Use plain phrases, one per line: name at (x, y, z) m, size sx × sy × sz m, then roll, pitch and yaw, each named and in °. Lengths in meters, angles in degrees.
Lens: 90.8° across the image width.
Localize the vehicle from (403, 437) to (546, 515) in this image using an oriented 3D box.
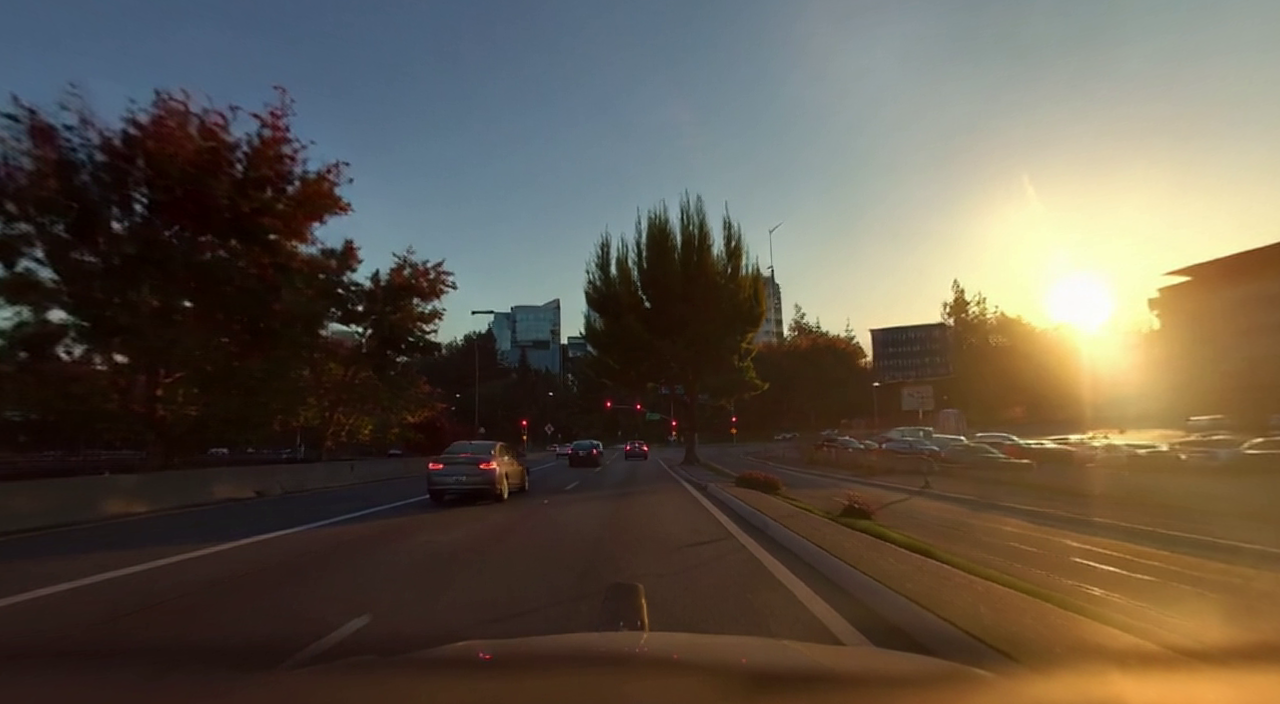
vehicle at (-3.501, 2.705, 14.368) m, size 1.920 × 1.480 × 4.549 m, roll 0°, pitch -8°, yaw 2°

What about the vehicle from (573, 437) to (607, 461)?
vehicle at (-3.778, 7.440, 48.441) m, size 2.144 × 1.732 × 4.279 m, roll -1°, pitch -8°, yaw 2°

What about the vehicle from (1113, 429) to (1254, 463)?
vehicle at (25.161, 4.398, 29.472) m, size 4.528 × 1.450 × 1.889 m, roll -4°, pitch -9°, yaw 26°

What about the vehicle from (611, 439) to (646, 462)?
vehicle at (-0.716, 6.687, 42.913) m, size 2.231 × 1.481 × 4.489 m, roll 0°, pitch -8°, yaw 0°

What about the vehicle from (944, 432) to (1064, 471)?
vehicle at (14.908, 4.062, 25.875) m, size 4.505 × 1.472 × 2.020 m, roll 4°, pitch -10°, yaw -27°

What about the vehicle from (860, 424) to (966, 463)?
vehicle at (14.951, 5.008, 34.579) m, size 5.394 × 1.994 × 2.228 m, roll 4°, pitch -9°, yaw -26°
